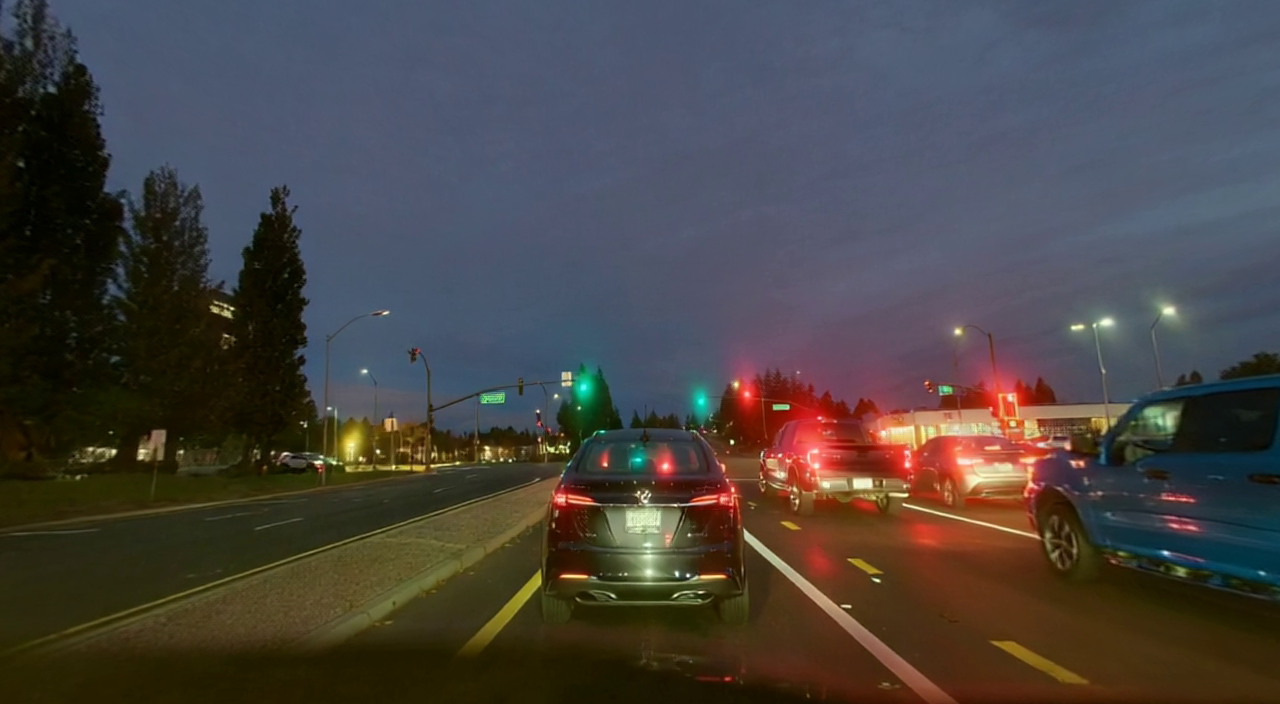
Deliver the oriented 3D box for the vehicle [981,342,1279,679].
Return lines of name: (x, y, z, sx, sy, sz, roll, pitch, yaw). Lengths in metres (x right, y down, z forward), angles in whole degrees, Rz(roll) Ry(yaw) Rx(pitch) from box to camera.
vehicle: (4.480, 0.944, 4.040, 2.019, 1.803, 4.634, -1, -8, 1)

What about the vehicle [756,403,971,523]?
vehicle: (4.179, 2.222, 13.194, 2.319, 1.930, 5.651, 0, -8, -1)

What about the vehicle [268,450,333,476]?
vehicle: (-24.042, 7.840, 44.871, 1.798, 1.706, 4.385, -1, -8, 6)

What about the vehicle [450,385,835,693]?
vehicle: (-0.013, 1.318, 5.539, 2.116, 1.677, 3.948, 0, -8, -1)
